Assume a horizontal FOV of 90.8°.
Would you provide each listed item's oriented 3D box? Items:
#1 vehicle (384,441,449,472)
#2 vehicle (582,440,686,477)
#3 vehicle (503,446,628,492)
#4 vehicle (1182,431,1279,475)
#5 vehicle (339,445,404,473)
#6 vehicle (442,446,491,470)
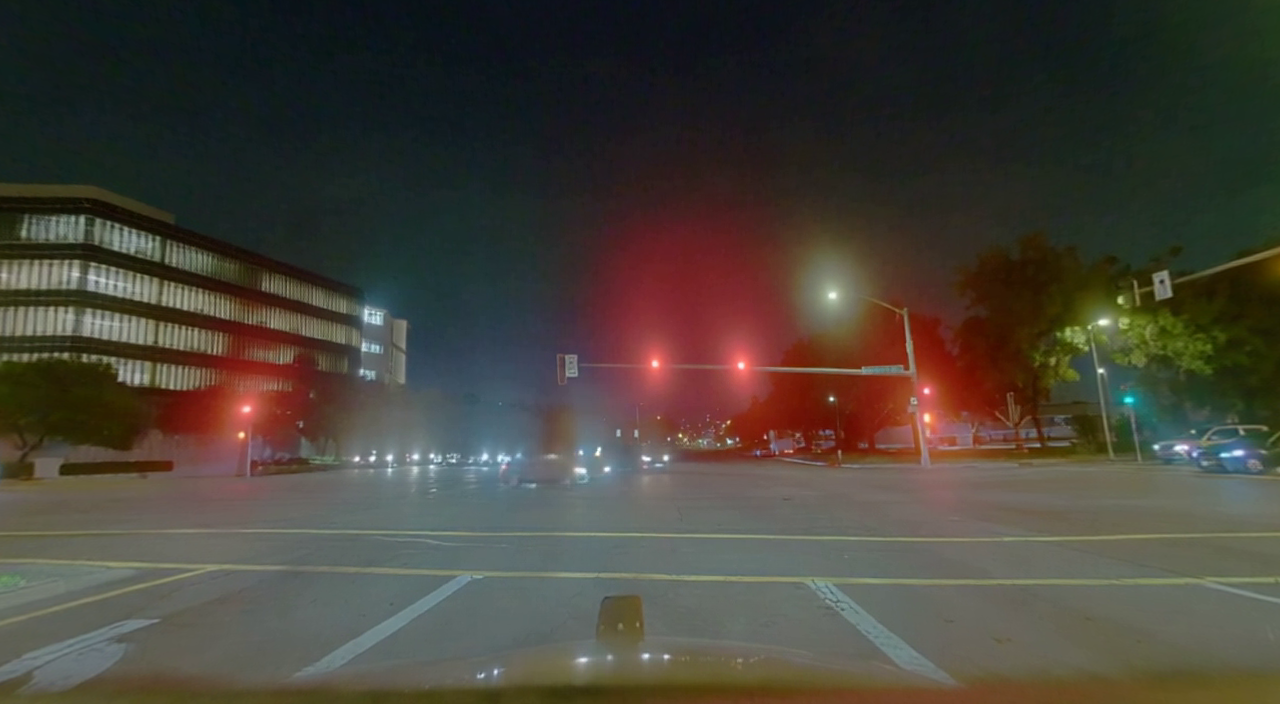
[{"bbox_3d":[-15.183,7.120,43.225,2.340,1.946,5.450,-1,-9,1],"label":"vehicle"},{"bbox_3d":[-0.368,4.545,27.212,2.109,1.461,4.637,6,-11,-37],"label":"vehicle"},{"bbox_3d":[-2.476,3.698,20.286,1.910,1.288,4.093,8,-12,-43],"label":"vehicle"},{"bbox_3d":[22.297,3.560,22.380,4.474,1.477,1.908,0,-9,-3],"label":"vehicle"},{"bbox_3d":[-18.599,7.405,44.063,2.237,1.842,5.116,0,-9,0],"label":"vehicle"},{"bbox_3d":[-11.692,7.148,42.790,2.003,1.476,4.297,-1,-9,2],"label":"vehicle"}]
